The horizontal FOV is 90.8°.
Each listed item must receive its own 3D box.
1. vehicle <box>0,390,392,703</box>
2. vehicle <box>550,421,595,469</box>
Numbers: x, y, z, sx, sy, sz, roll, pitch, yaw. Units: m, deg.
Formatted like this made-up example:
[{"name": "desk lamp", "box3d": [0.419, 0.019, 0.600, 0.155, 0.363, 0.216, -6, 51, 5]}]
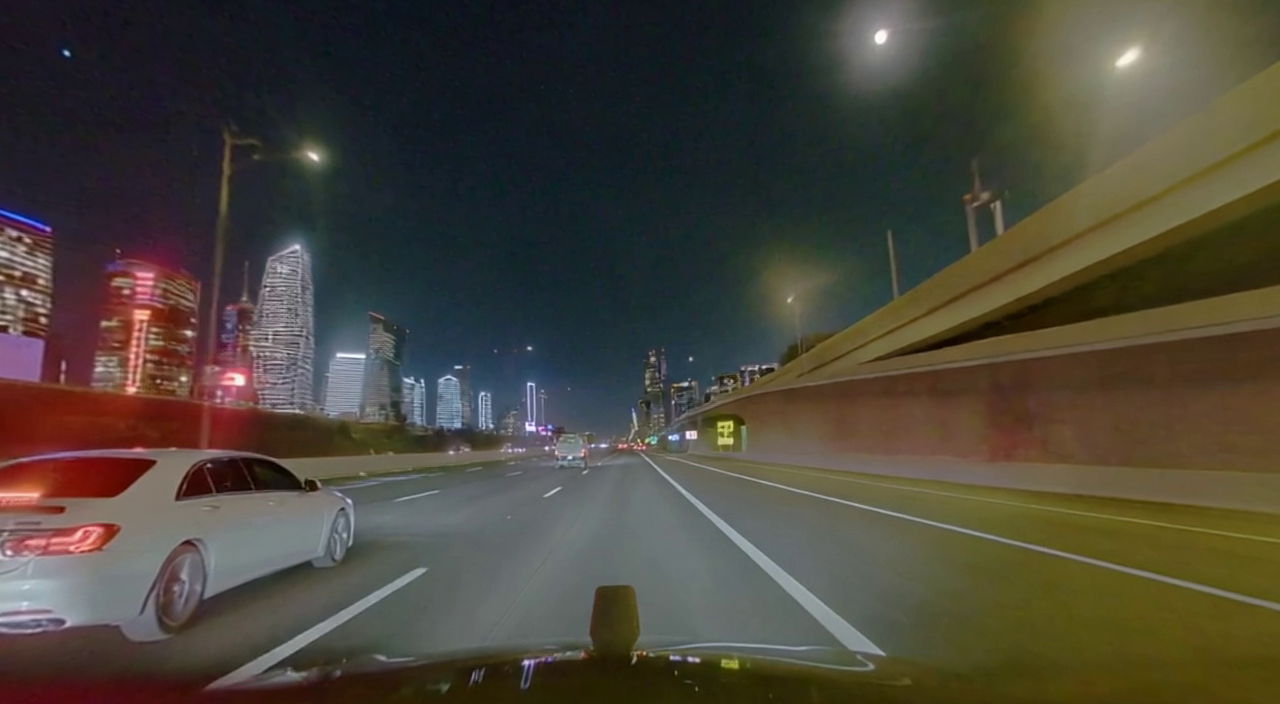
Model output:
[{"name": "vehicle", "box3d": [-3.901, 1.277, 4.965, 2.025, 1.556, 4.594, 0, -9, 0]}, {"name": "vehicle", "box3d": [-4.359, 6.219, 42.144, 2.364, 2.953, 6.732, 0, -9, -1]}]
